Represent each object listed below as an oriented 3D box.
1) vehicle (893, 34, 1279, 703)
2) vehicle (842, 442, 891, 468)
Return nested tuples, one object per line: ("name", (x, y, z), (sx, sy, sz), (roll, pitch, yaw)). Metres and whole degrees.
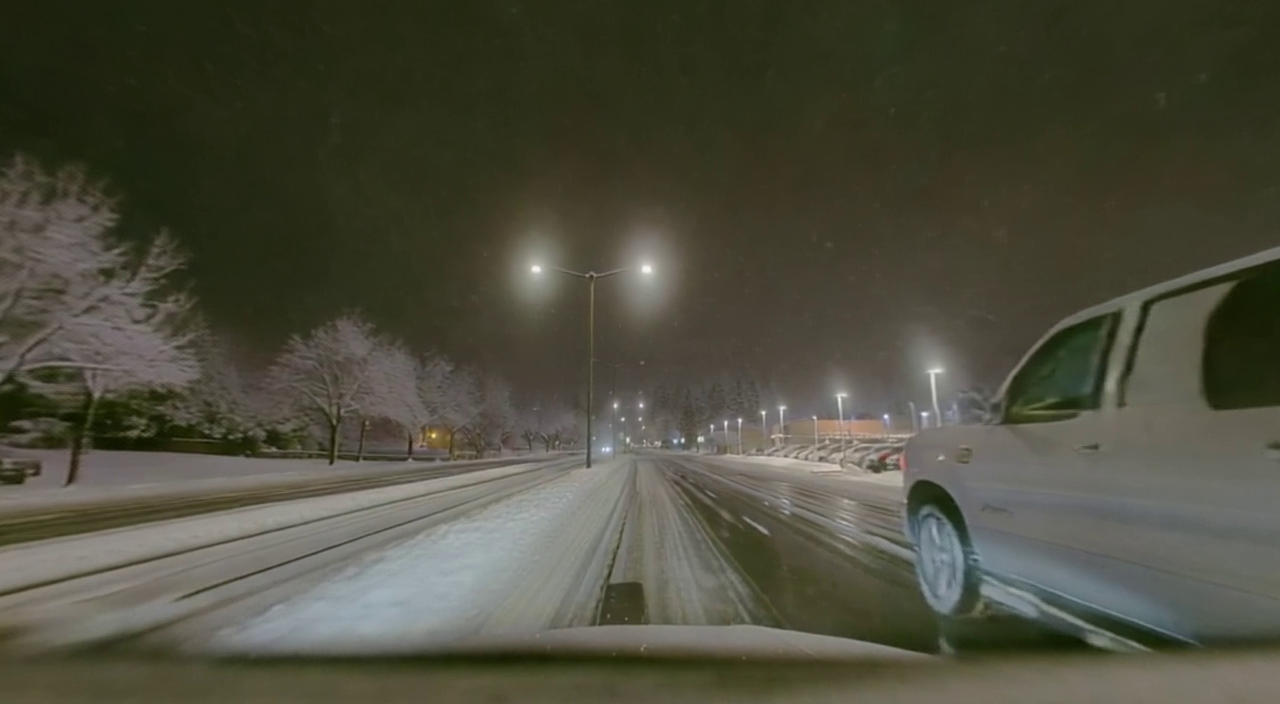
("vehicle", (3.294, 0.339, 2.149), (2.484, 2.642, 5.990), (0, -8, 2))
("vehicle", (16.880, 7.678, 47.122), (1.882, 1.699, 4.367), (-2, -7, -2))
